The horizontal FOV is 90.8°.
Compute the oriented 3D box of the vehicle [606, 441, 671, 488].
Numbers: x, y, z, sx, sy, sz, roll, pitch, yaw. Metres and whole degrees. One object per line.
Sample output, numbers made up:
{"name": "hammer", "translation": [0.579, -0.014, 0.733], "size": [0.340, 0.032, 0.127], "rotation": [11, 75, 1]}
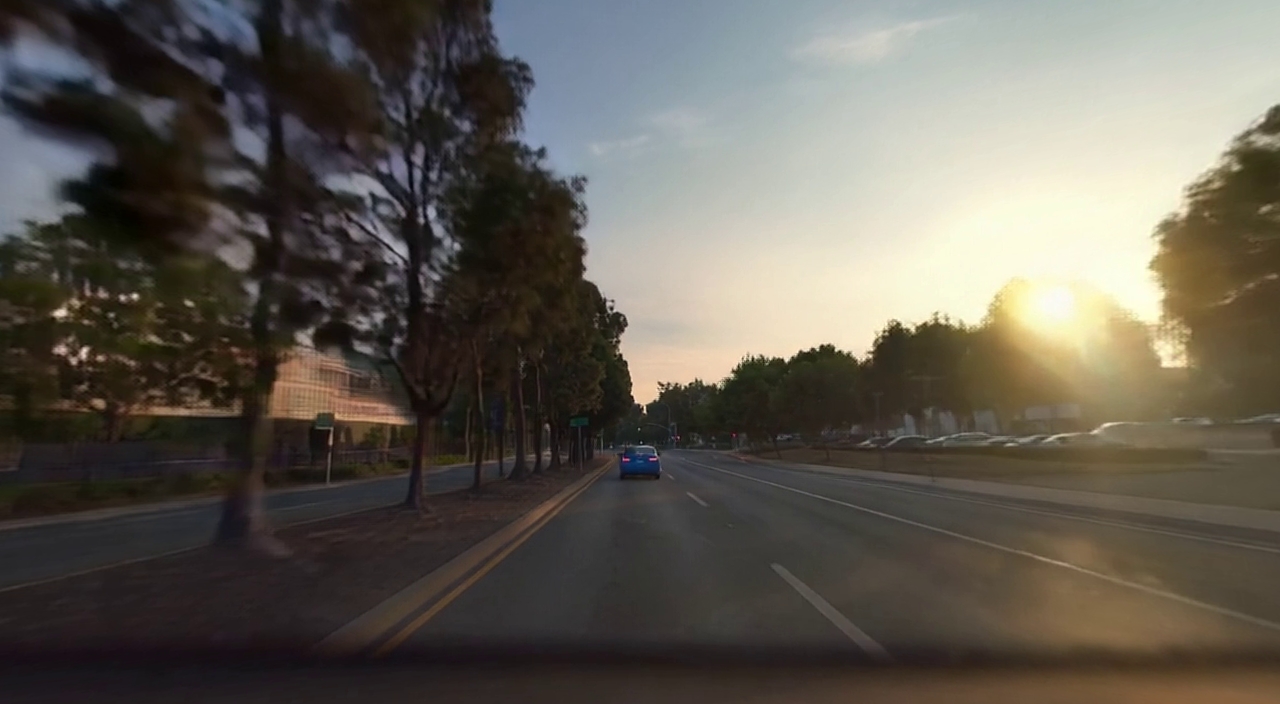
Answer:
{"name": "vehicle", "translation": [-0.078, 3.915, 22.371], "size": [2.042, 1.479, 4.601], "rotation": [0, -8, -1]}
